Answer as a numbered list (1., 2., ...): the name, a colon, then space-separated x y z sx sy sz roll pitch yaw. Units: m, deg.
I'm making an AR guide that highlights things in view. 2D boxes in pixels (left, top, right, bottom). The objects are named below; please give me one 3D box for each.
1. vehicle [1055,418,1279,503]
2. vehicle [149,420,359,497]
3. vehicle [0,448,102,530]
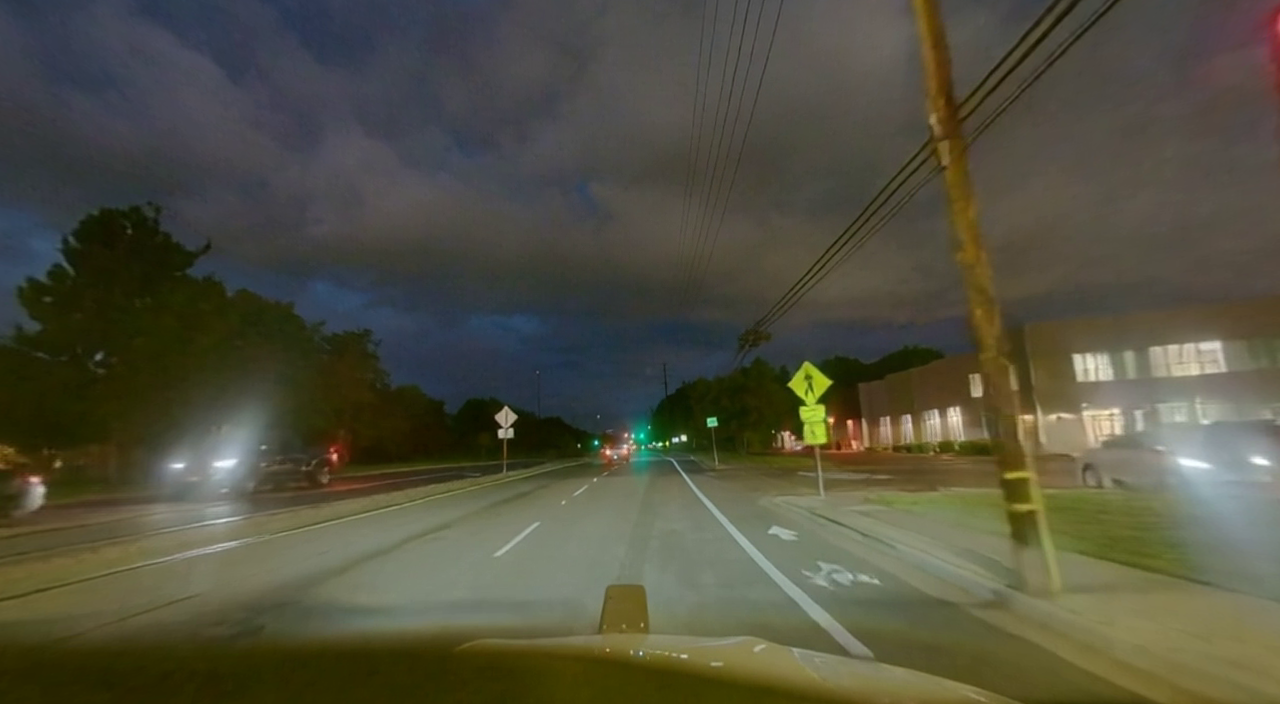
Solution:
1. vehicle: 11.872 2.249 13.345 1.897 1.532 4.694 4 -10 -28
2. vehicle: -12.762 3.588 21.676 2.798 2.249 6.296 -1 -8 6
3. vehicle: -13.039 2.517 11.415 2.090 1.519 4.919 -1 -8 3
